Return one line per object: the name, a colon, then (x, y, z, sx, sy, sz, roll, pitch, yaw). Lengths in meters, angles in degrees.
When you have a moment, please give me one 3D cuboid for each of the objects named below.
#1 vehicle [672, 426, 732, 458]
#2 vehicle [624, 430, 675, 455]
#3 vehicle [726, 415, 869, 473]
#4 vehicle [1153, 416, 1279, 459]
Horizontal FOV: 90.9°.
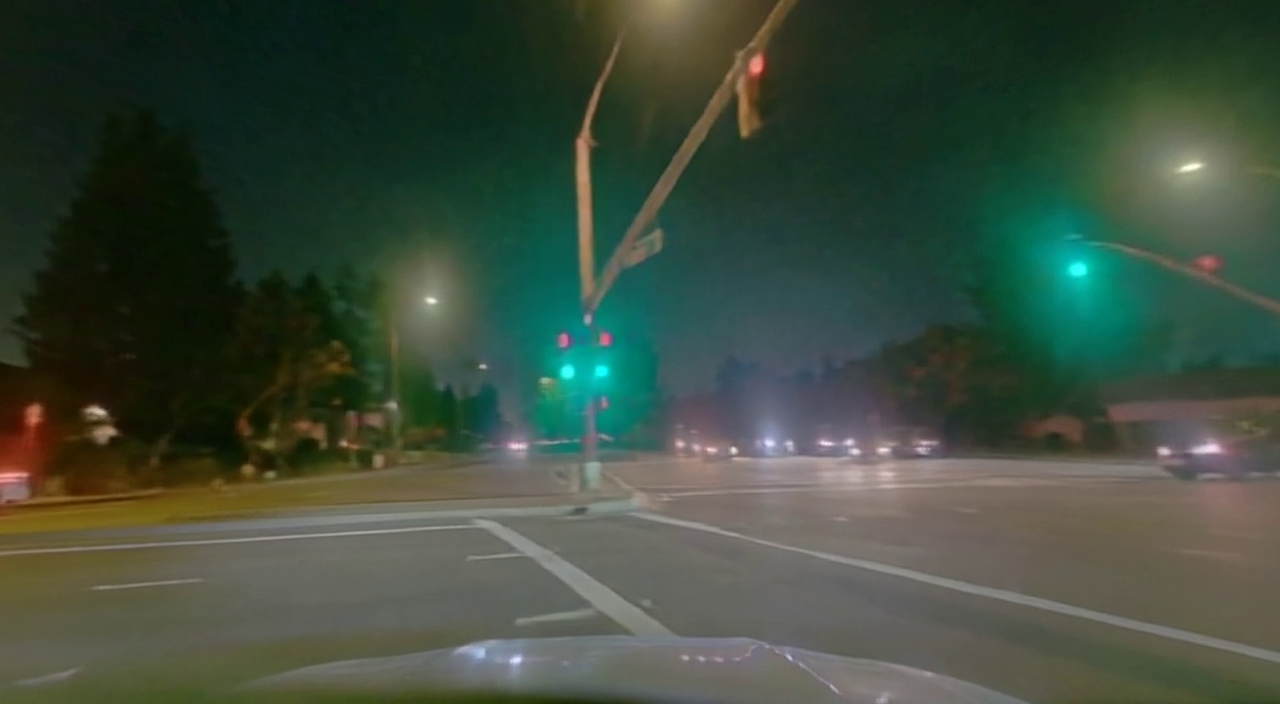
vehicle: (3.814, 5.656, 39.659, 1.963, 1.850, 4.651, 3, -9, -19)
vehicle: (0.616, 6.655, 46.490, 2.159, 1.734, 4.462, 3, -9, -23)
vehicle: (5.667, 3.461, 23.769, 2.226, 1.897, 5.874, 3, -9, -21)
vehicle: (30.352, 4.351, 32.032, 5.840, 2.087, 2.737, -2, -9, 13)
